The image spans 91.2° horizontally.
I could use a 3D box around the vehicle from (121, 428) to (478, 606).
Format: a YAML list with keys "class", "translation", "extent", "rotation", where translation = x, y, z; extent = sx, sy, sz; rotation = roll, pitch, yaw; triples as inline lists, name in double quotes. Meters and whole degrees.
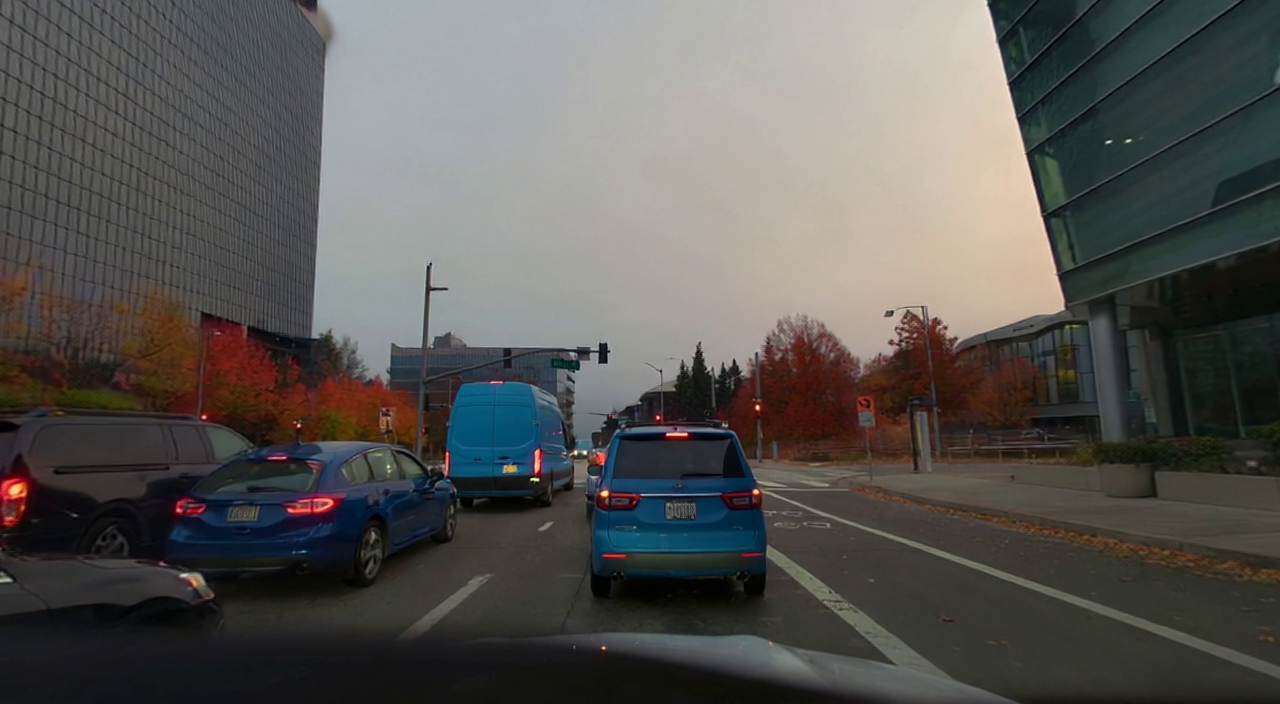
- class: "vehicle"
  translation: [-3.485, 1.756, 7.569]
  extent: [1.955, 1.499, 4.223]
  rotation: [0, -9, 0]

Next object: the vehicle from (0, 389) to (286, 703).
- class: "vehicle"
  translation: [-2.899, 0.814, 1.522]
  extent: [1.893, 1.491, 3.798]
  rotation: [0, -9, -1]

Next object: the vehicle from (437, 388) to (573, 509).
- class: "vehicle"
  translation: [-3.251, 2.546, 16.603]
  extent: [2.343, 2.635, 5.684]
  rotation: [0, -9, 0]

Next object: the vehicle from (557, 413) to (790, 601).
- class: "vehicle"
  translation: [0.202, 1.597, 7.216]
  extent: [1.979, 1.562, 3.630]
  rotation: [0, -9, -3]
